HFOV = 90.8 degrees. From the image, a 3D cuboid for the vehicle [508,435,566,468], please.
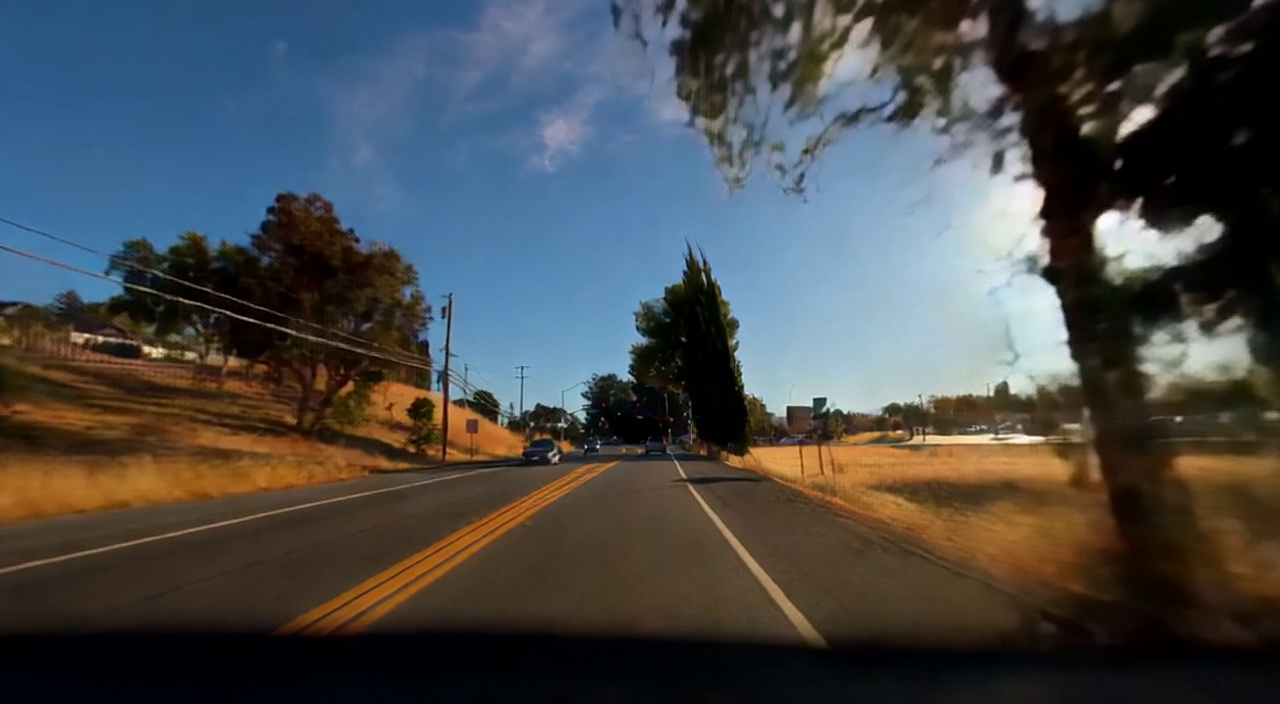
[{"bbox_3d":[-4.870,4.763,30.388,2.002,1.455,4.450,0,-8,1],"label":"vehicle"}]
